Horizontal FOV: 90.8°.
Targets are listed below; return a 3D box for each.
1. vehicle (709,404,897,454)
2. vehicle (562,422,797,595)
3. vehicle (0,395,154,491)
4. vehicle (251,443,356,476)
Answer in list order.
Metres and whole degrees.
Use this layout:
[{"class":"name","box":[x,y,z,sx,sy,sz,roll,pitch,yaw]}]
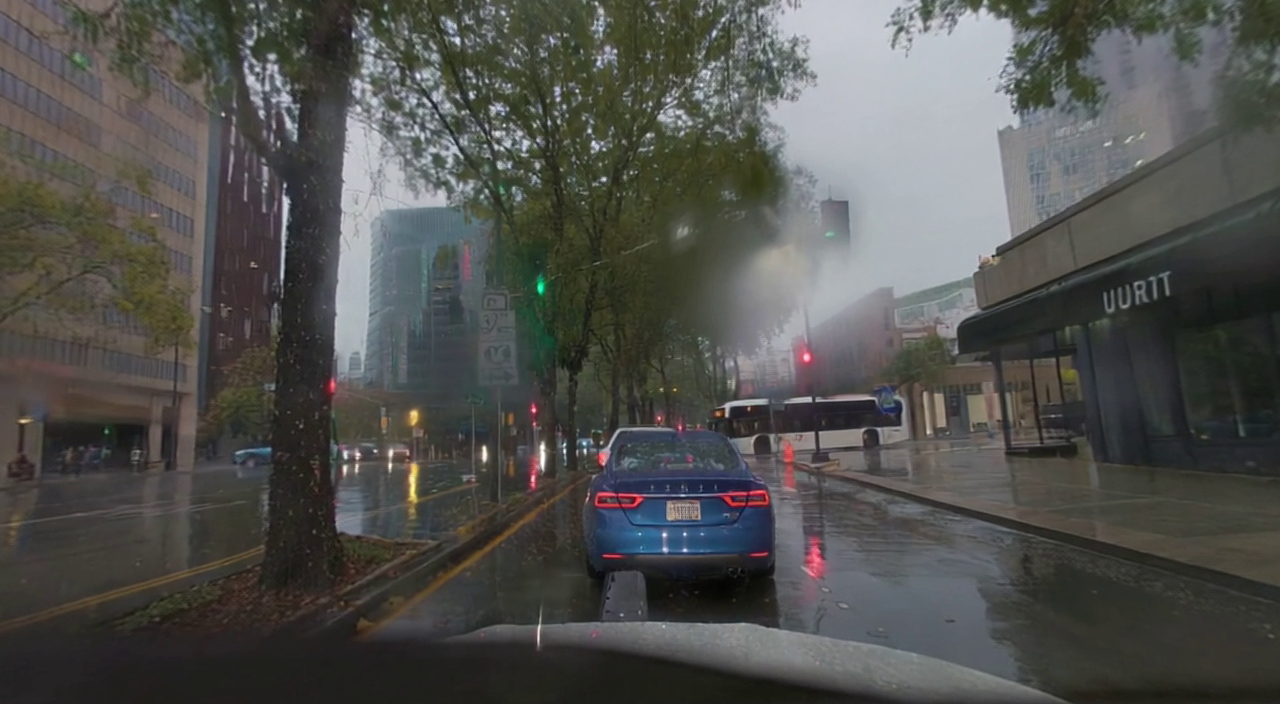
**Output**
[{"class":"vehicle","box":[12.483,6.023,49.295,13.811,3.706,2.997,0,-9,0]},{"class":"vehicle","box":[0.375,1.628,7.389,2.006,1.470,3.799,0,-8,1]},{"class":"vehicle","box":[-25.954,3.645,25.323,2.692,3.685,10.153,-3,-9,20]},{"class":"vehicle","box":[-18.123,5.766,34.199,1.892,1.645,4.561,-7,-11,37]}]
